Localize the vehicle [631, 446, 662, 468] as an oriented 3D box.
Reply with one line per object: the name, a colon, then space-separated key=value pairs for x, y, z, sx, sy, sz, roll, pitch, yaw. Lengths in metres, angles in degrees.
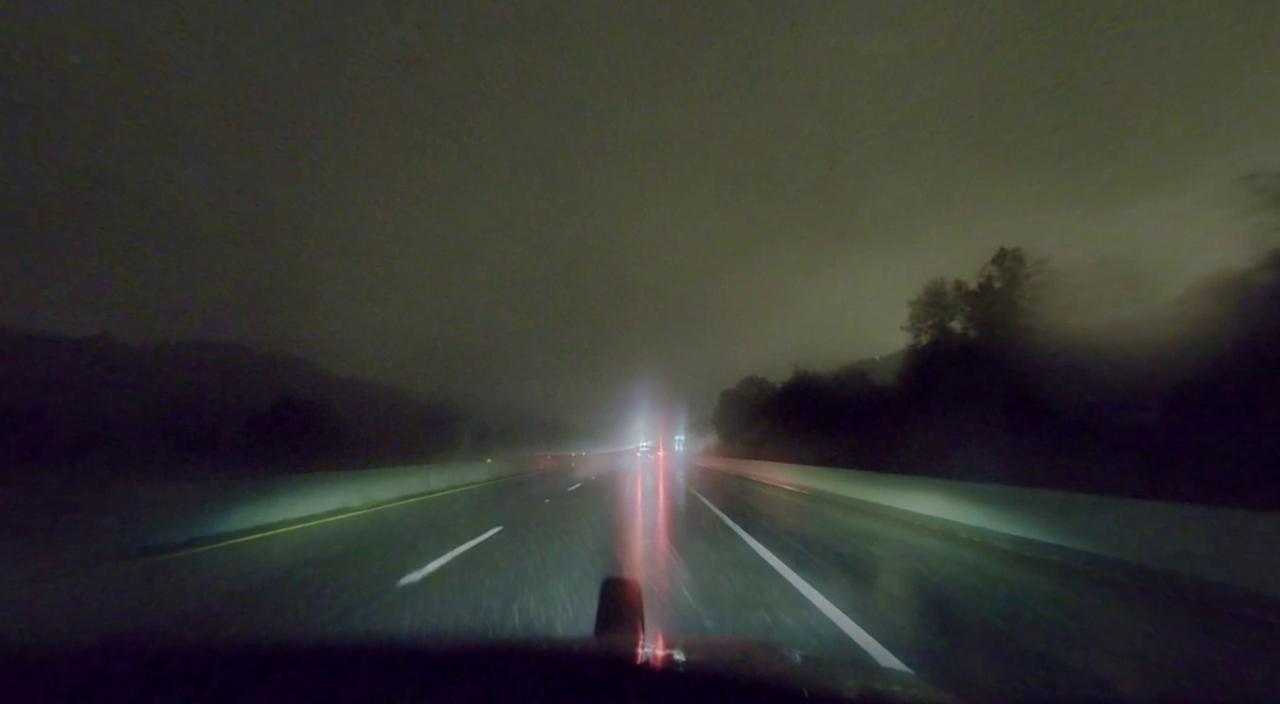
vehicle: x=0.527 y=7.866 z=47.375 sx=2.221 sy=1.603 sz=4.149 roll=0 pitch=-9 yaw=1
